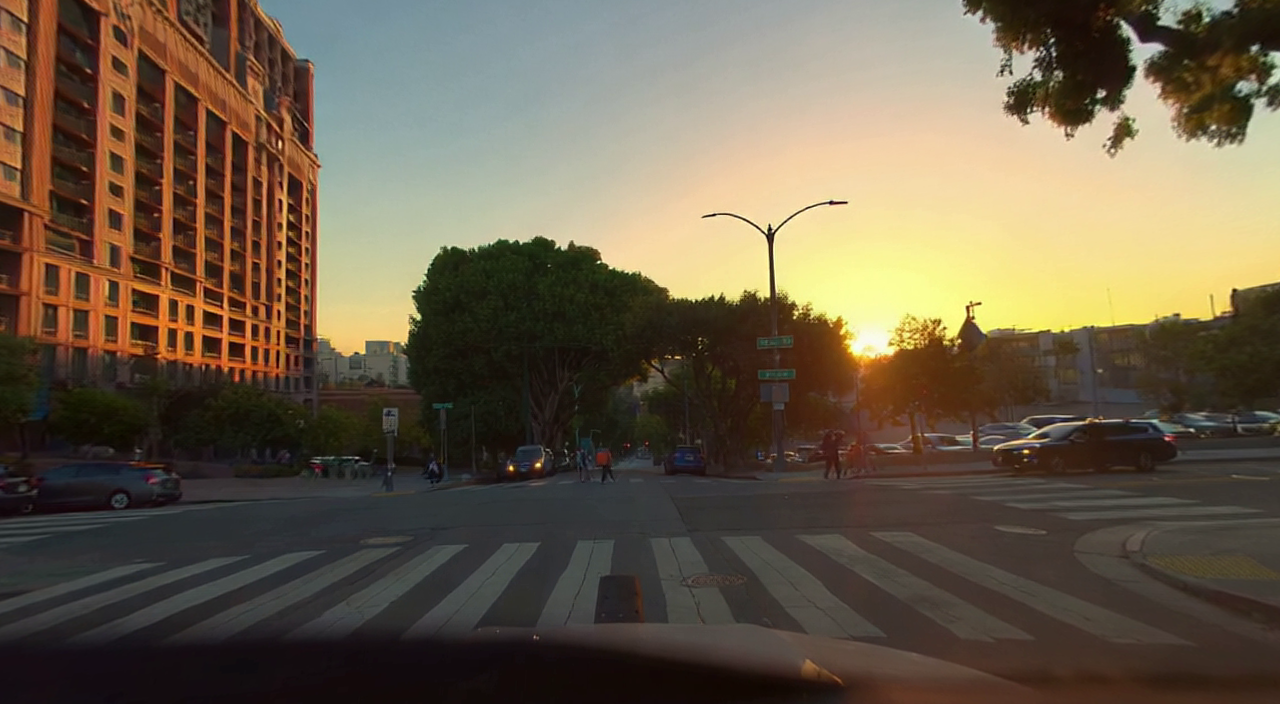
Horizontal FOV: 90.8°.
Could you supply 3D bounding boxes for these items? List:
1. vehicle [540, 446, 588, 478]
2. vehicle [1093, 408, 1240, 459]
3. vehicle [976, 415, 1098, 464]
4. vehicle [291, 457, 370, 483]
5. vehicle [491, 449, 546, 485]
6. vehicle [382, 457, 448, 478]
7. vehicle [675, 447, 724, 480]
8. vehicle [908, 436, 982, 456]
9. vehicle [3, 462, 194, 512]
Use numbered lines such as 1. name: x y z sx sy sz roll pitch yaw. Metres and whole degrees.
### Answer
1. vehicle: -4.460 6.536 37.649 2.102 1.768 4.290 -1 -10 3
2. vehicle: 22.304 3.529 27.140 2.137 1.962 4.988 -1 -8 3
3. vehicle: 16.743 3.788 26.992 2.041 1.921 4.574 0 -9 -2
4. vehicle: -23.225 8.882 47.471 4.844 1.836 2.117 -1 -8 4
5. vehicle: -7.616 7.249 40.247 2.193 1.814 5.061 -9 -8 0
6. vehicle: -16.793 8.645 47.357 4.203 1.544 1.889 -1 -8 2
7. vehicle: 3.298 5.986 34.227 1.942 1.603 3.785 0 -8 16
8. vehicle: 23.014 7.084 47.767 4.528 1.475 2.070 0 -8 3
9. vehicle: -17.315 4.316 20.368 4.439 1.448 1.793 0 -9 0
